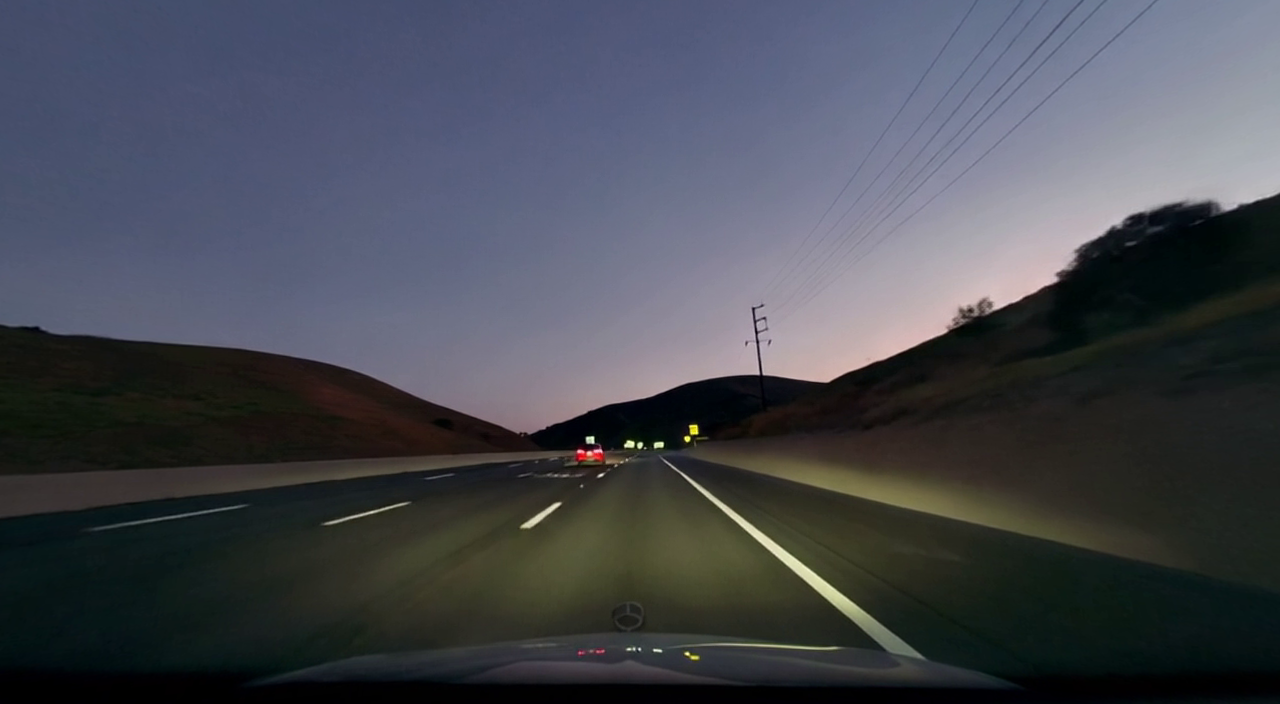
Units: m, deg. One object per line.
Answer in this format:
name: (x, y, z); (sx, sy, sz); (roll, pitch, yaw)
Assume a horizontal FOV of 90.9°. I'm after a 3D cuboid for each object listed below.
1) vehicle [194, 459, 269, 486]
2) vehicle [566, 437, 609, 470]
vehicle: (-25.517, 7.502, 39.578); (1.847, 1.470, 4.288); (0, -8, 0)
vehicle: (-3.102, 6.071, 38.024); (2.136, 1.845, 4.515); (0, -8, 1)
